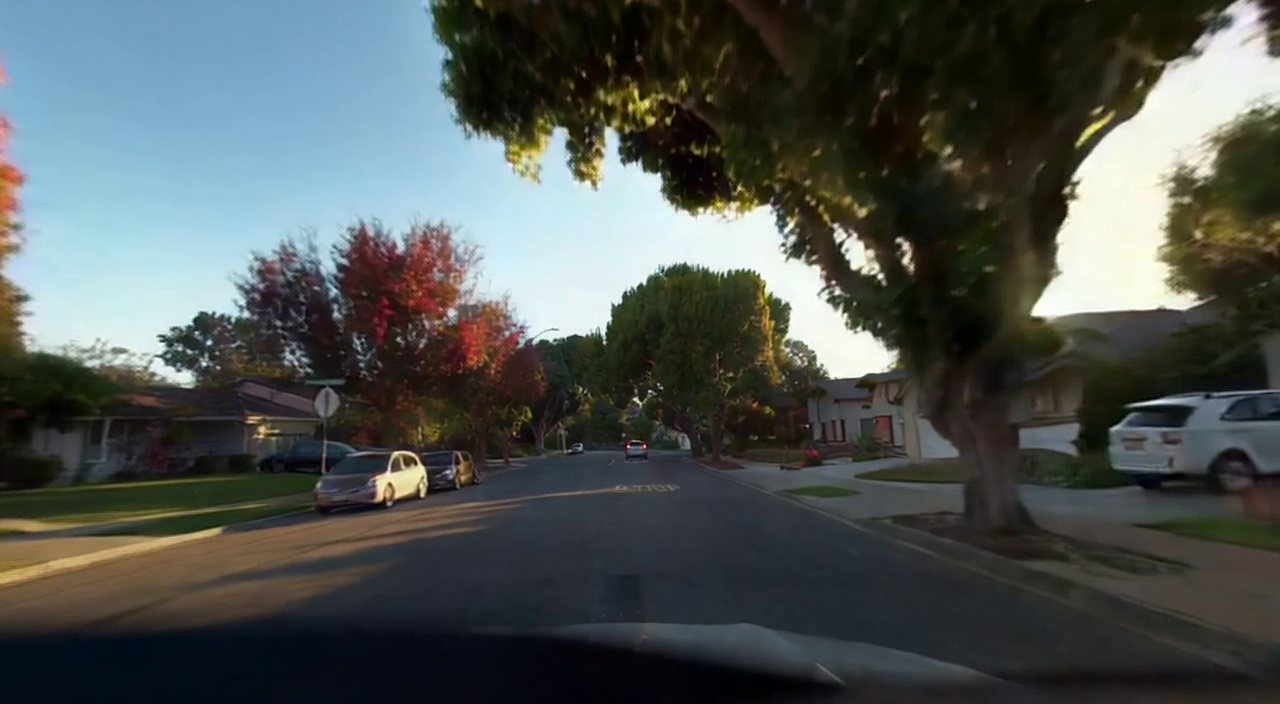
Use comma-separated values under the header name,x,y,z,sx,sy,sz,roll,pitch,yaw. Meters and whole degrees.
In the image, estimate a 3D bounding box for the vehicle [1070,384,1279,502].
name,x,y,z,sx,sy,sz,roll,pitch,yaw
vehicle,11.314,1.620,11.239,5.585,1.892,2.198,0,-8,0

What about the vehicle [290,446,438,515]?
name,x,y,z,sx,sy,sz,roll,pitch,yaw
vehicle,-7.028,3.271,16.686,1.972,1.543,4.622,0,-8,-2

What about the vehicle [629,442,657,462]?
name,x,y,z,sx,sy,sz,roll,pitch,yaw
vehicle,0.260,7.718,48.794,2.043,1.484,4.340,0,-8,1
